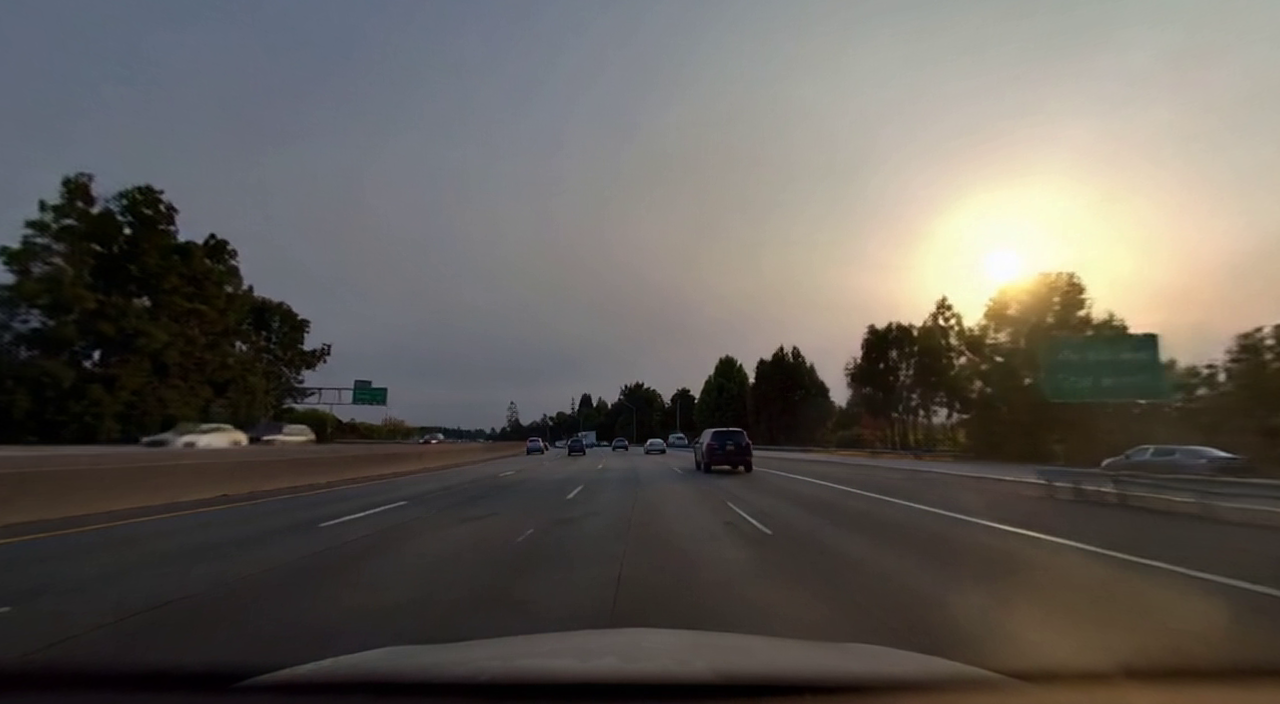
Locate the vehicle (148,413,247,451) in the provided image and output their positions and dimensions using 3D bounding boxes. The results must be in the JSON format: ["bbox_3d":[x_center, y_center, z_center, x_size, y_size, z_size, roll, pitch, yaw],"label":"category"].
[{"bbox_3d":[-20.992,3.864,30.153,1.834,1.656,4.050,0,-8,-2],"label":"vehicle"}]

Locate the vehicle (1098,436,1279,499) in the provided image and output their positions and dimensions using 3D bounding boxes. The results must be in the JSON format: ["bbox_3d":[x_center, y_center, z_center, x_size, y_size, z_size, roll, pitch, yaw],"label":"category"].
[{"bbox_3d":[16.411,3.292,18.547,2.033,1.580,4.752,1,-8,-5],"label":"vehicle"}]

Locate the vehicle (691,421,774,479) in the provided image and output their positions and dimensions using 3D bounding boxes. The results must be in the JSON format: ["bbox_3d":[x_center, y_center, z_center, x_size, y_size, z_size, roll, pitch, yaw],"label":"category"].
[{"bbox_3d":[3.122,3.433,22.234,2.043,1.795,4.347,0,-8,-3],"label":"vehicle"}]
